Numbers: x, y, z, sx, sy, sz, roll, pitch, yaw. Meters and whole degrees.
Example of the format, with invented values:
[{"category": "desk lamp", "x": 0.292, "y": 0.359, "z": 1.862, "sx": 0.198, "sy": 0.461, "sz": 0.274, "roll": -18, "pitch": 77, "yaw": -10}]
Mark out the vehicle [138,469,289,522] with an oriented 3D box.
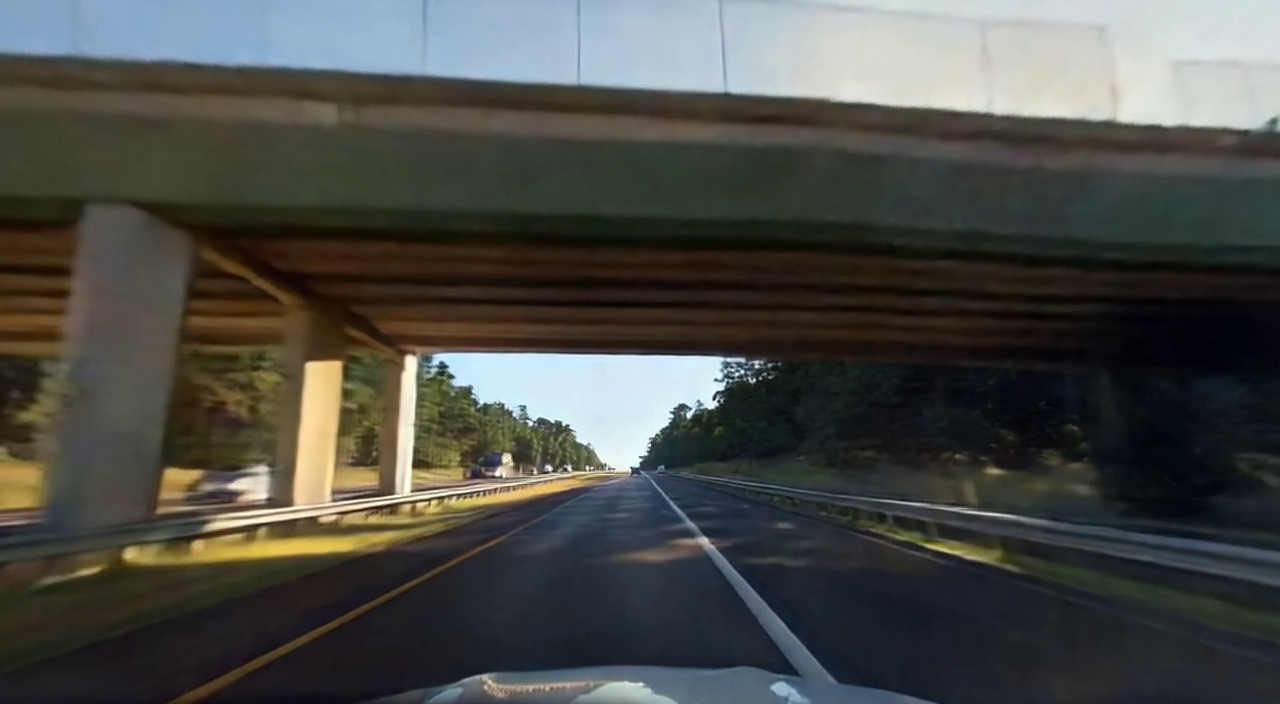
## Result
[{"category": "vehicle", "x": -12.835, "y": 4.313, "z": 19.300, "sx": 1.941, "sy": 1.429, "sz": 3.701, "roll": 1, "pitch": -10, "yaw": 1}]
